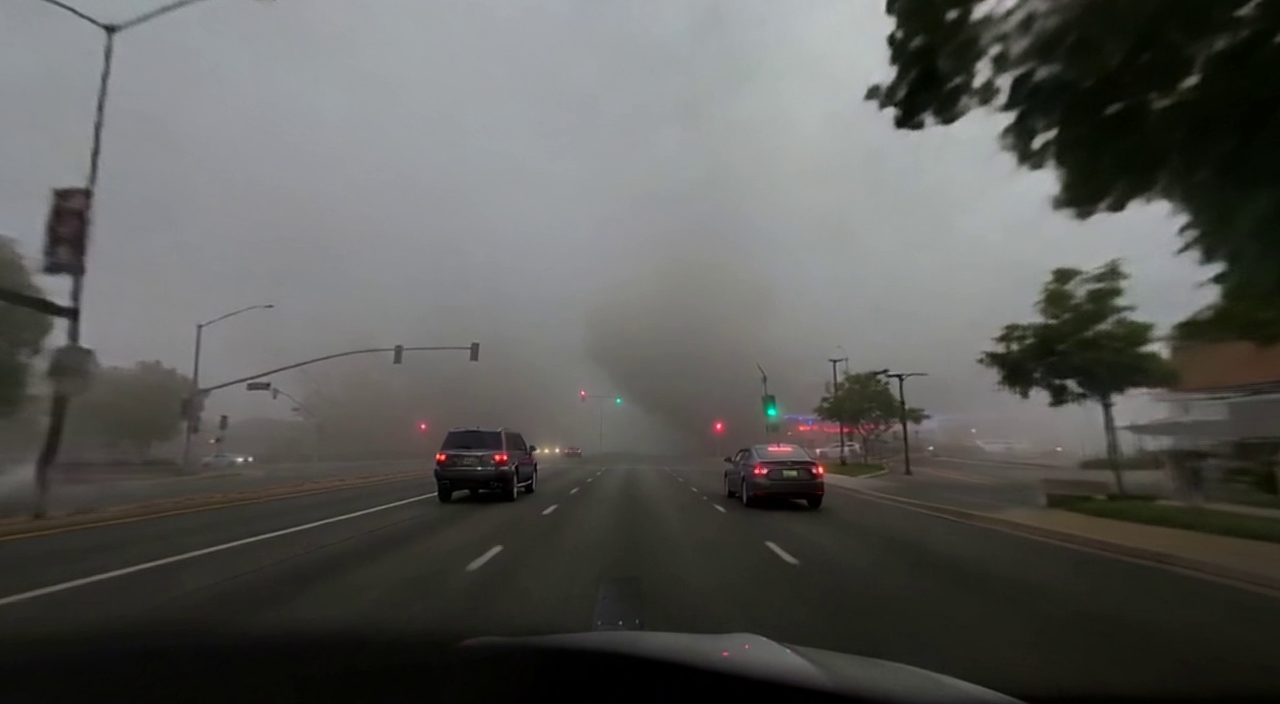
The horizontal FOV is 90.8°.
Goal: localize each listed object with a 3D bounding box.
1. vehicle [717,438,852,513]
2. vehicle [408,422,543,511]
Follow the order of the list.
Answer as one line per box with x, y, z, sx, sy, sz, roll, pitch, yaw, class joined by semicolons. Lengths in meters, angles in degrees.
3.222;2.859;15.208;1.975;1.502;4.787;0;-8;-2;vehicle
-3.735;2.690;15.321;1.997;1.806;4.500;0;-8;1;vehicle
